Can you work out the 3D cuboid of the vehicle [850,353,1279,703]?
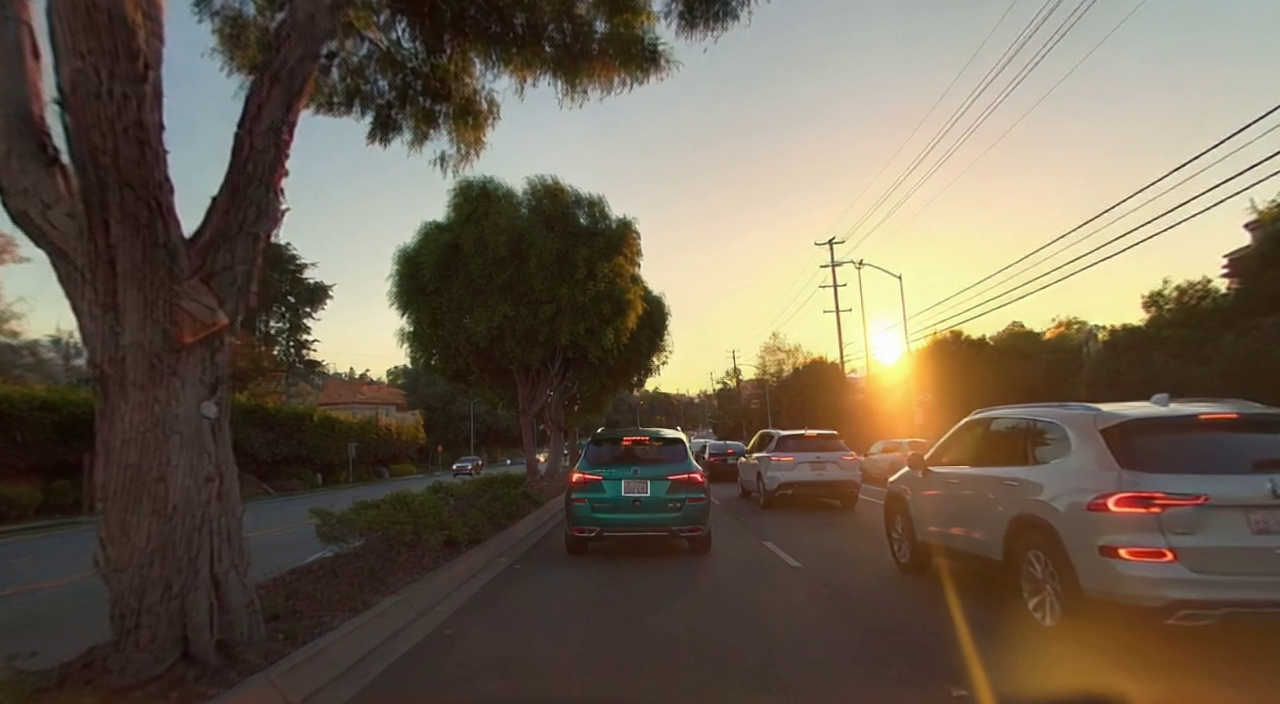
[{"bbox_3d":[3.507,1.162,5.285,2.001,1.707,4.250,0,-8,0],"label":"vehicle"}]

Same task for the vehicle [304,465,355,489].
[{"bbox_3d":[-22.878,9.198,46.691,1.847,1.554,3.926,0,-8,-1],"label":"vehicle"}]

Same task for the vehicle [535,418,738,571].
[{"bbox_3d":[-0.073,1.865,9.065,2.199,1.641,4.232,0,-8,-1],"label":"vehicle"}]

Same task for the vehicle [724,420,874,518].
[{"bbox_3d":[3.297,2.548,14.227,2.097,1.818,4.625,0,-8,-1],"label":"vehicle"}]
